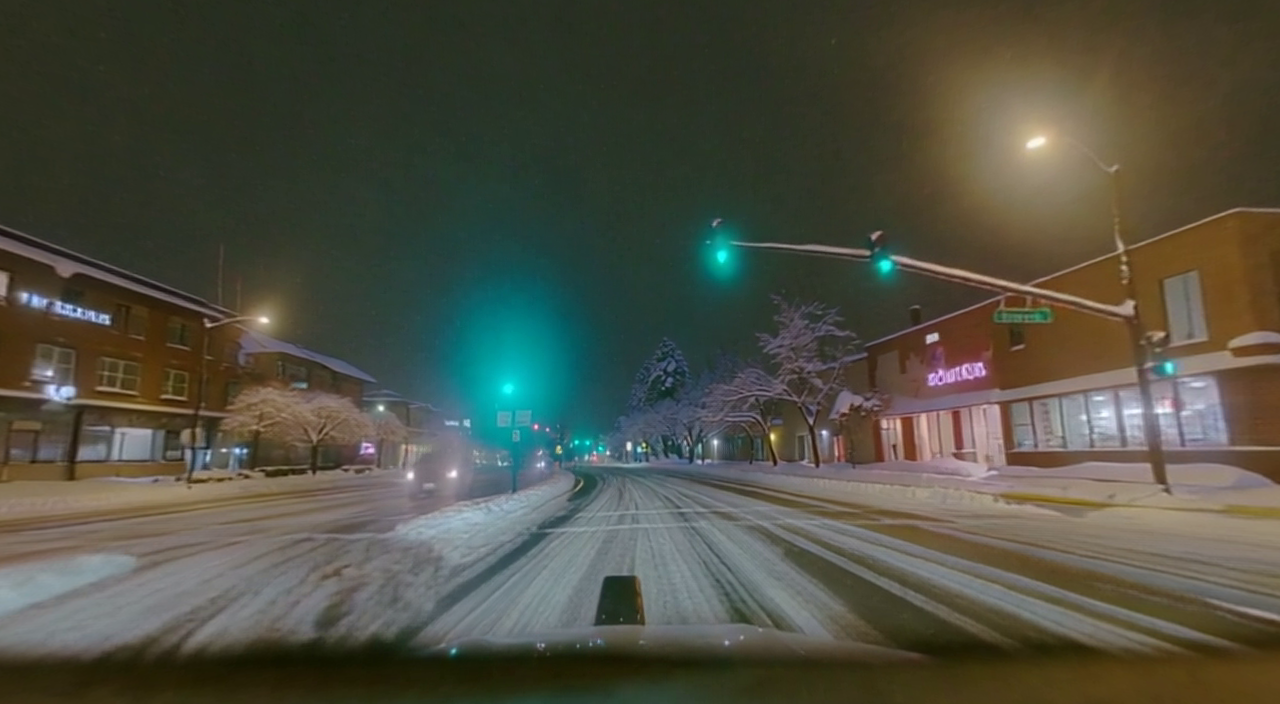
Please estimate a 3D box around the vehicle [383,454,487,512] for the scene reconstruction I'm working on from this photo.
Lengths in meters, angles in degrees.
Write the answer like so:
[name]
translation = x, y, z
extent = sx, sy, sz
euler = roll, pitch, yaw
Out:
[vehicle]
translation = -5.900, 3.782, 18.760
extent = 1.894, 1.474, 4.332
euler = 0, -9, -4
